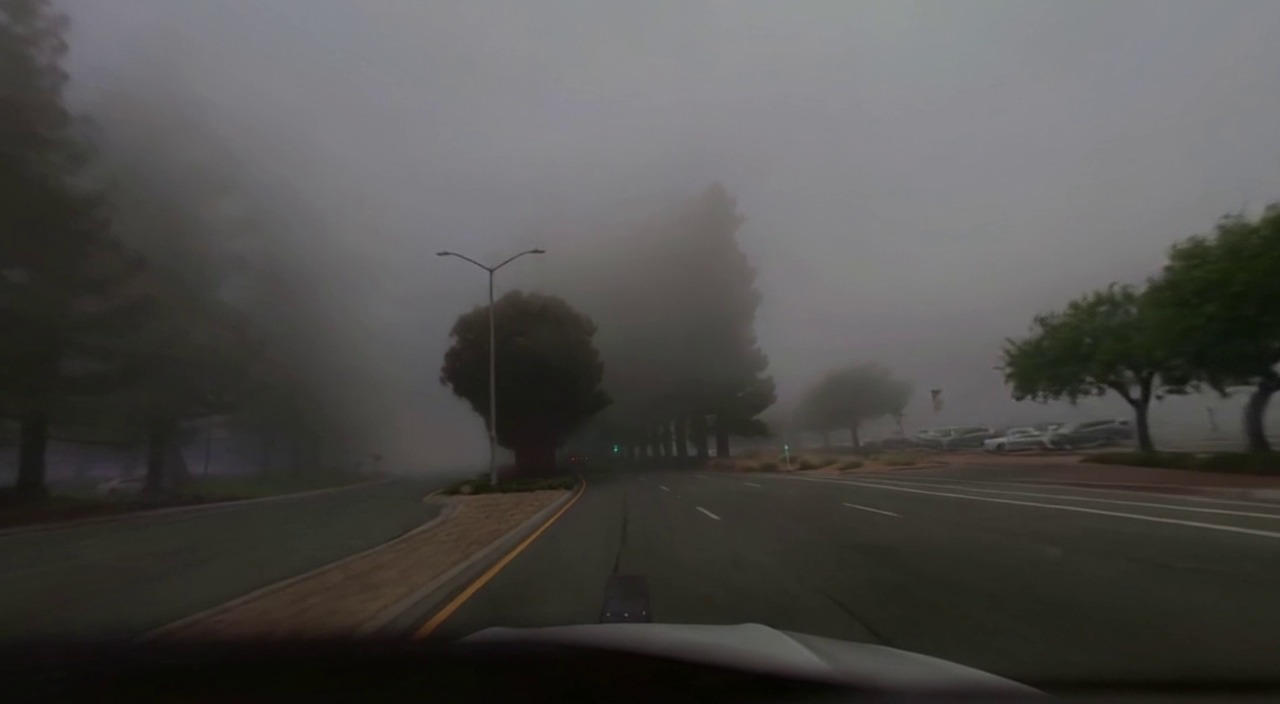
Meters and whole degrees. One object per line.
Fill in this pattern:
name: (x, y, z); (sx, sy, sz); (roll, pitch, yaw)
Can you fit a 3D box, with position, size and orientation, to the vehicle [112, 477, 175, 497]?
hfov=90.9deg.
vehicle: (-37.645, 10.234, 47.841); (3.285, 1.346, 1.605); (2, -8, -12)
